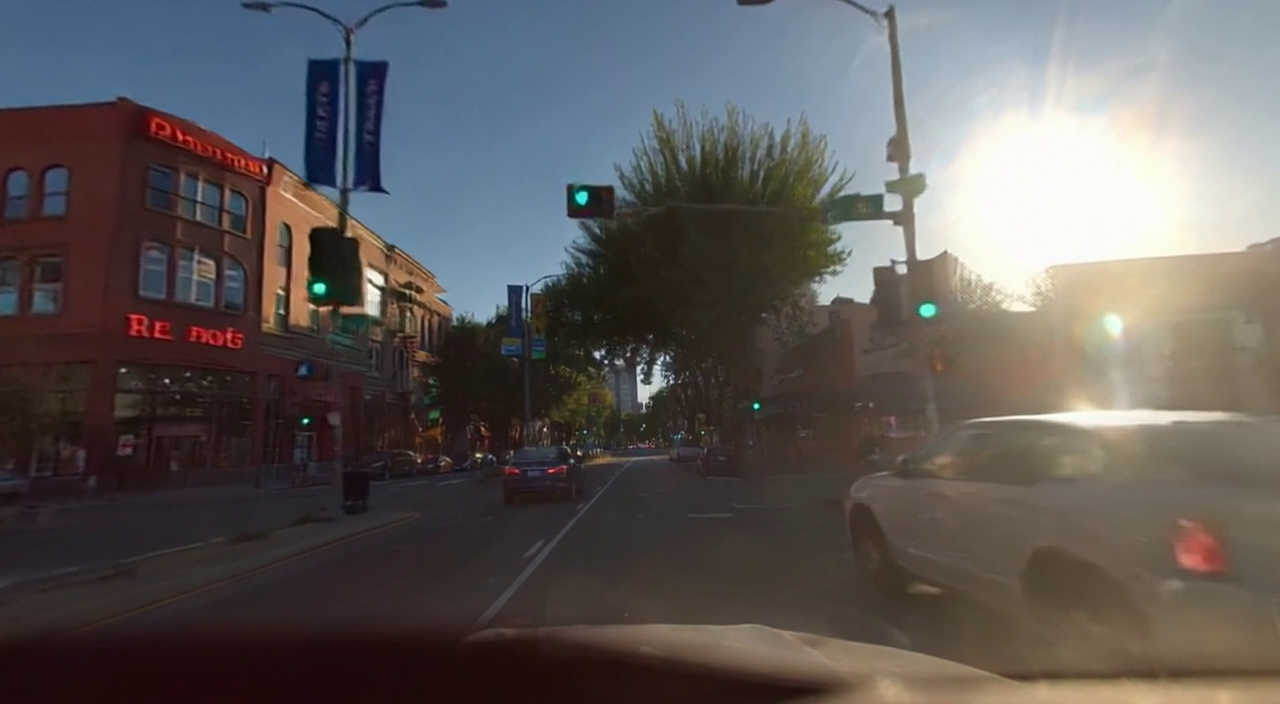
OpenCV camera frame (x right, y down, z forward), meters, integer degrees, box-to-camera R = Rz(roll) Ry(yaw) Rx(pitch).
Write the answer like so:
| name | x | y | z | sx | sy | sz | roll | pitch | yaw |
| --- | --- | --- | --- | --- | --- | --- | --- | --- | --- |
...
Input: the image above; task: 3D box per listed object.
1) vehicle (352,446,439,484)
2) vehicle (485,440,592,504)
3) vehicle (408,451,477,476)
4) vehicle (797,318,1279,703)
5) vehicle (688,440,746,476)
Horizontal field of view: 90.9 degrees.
| name | x | y | z | sx | sy | sz | roll | pitch | yaw |
| --- | --- | --- | --- | --- | --- | --- | --- | --- | --- |
| vehicle | -12.310 | 5.594 | 31.611 | 4.737 | 1.741 | 2.092 | -8 | -11 | 41 |
| vehicle | -2.511 | 3.091 | 16.748 | 2.030 | 1.436 | 4.388 | 0 | -8 | 1 |
| vehicle | -12.345 | 6.888 | 39.206 | 4.305 | 1.463 | 2.020 | -7 | -11 | 39 |
| vehicle | 3.132 | 1.133 | 5.062 | 2.286 | 1.777 | 5.366 | 0 | -8 | -1 |
| vehicle | 3.376 | 4.769 | 28.589 | 1.950 | 1.462 | 4.807 | 0 | -8 | -1 |
